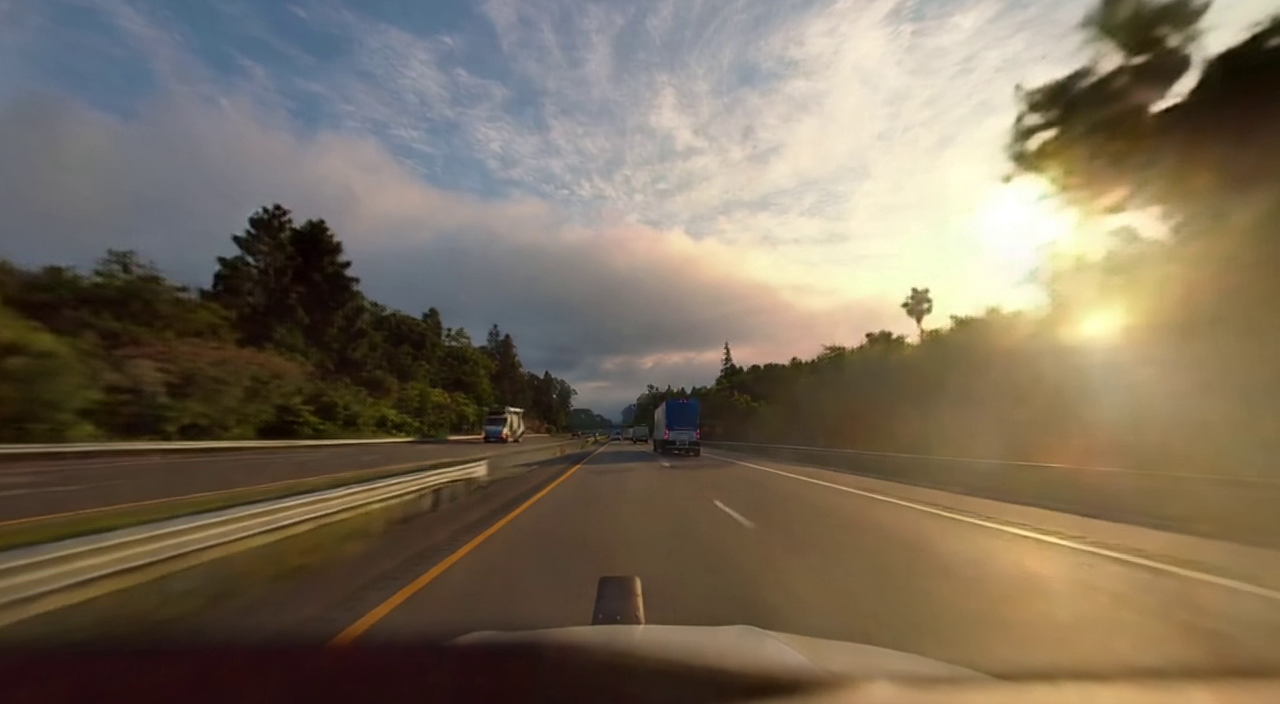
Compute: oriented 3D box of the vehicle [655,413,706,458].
[{"bbox_3d":[2.403,5.251,39.751,2.570,2.596,6.082,0,-8,-2],"label":"vehicle"}]
